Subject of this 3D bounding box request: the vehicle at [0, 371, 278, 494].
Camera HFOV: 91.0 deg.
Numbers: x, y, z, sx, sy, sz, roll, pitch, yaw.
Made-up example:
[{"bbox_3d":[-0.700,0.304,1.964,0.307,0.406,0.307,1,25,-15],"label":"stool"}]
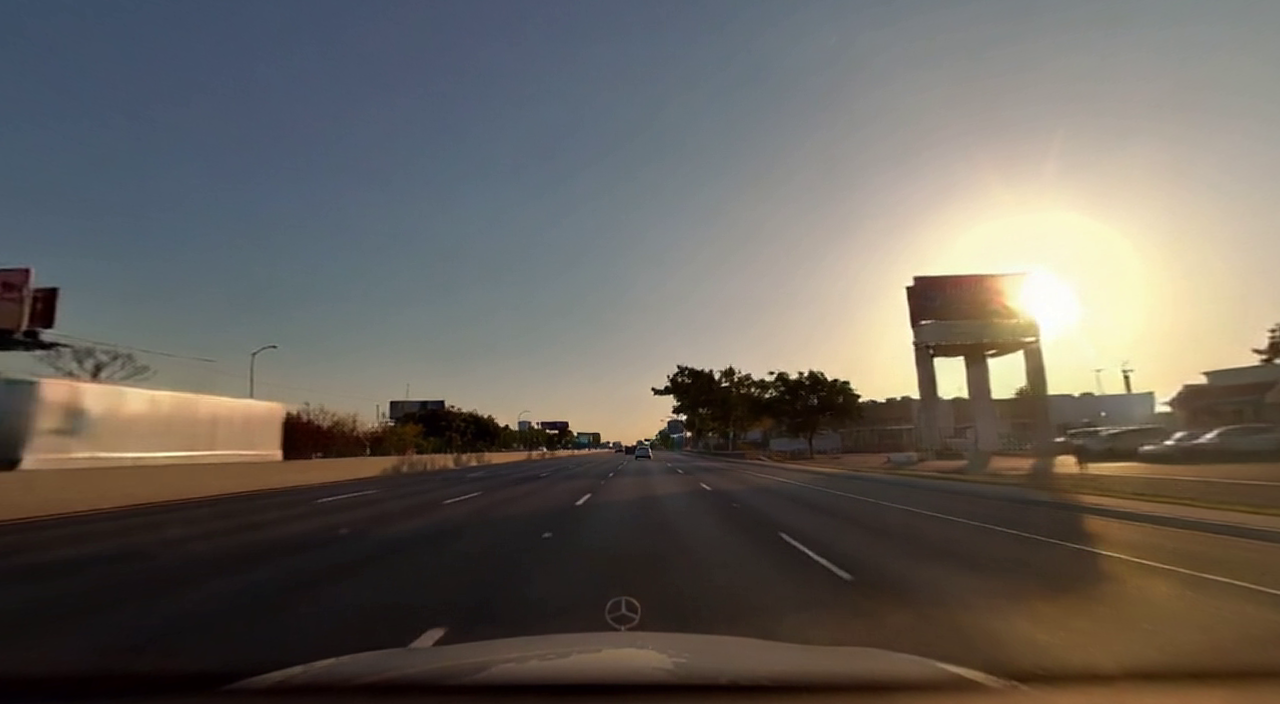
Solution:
[{"bbox_3d":[-22.421,3.768,27.895,2.909,4.019,16.387,0,-9,1],"label":"vehicle"}]
